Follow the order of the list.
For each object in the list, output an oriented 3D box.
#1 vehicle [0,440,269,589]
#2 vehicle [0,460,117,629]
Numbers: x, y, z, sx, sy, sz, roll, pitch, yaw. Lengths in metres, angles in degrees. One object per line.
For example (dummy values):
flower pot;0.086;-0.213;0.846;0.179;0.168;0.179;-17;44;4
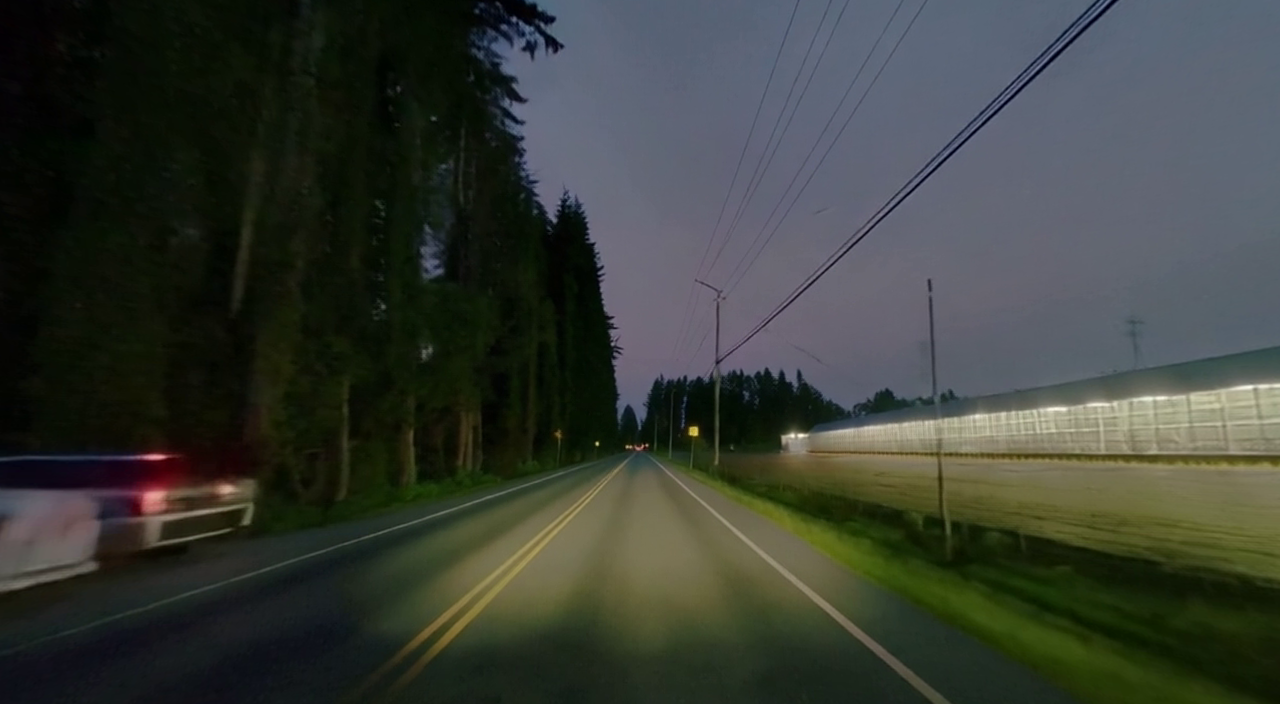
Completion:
vehicle;-7.886;2.080;8.565;4.374;1.717;2.094;0;-9;2
vehicle;-8.122;1.817;6.026;4.525;1.499;1.934;0;-9;1
